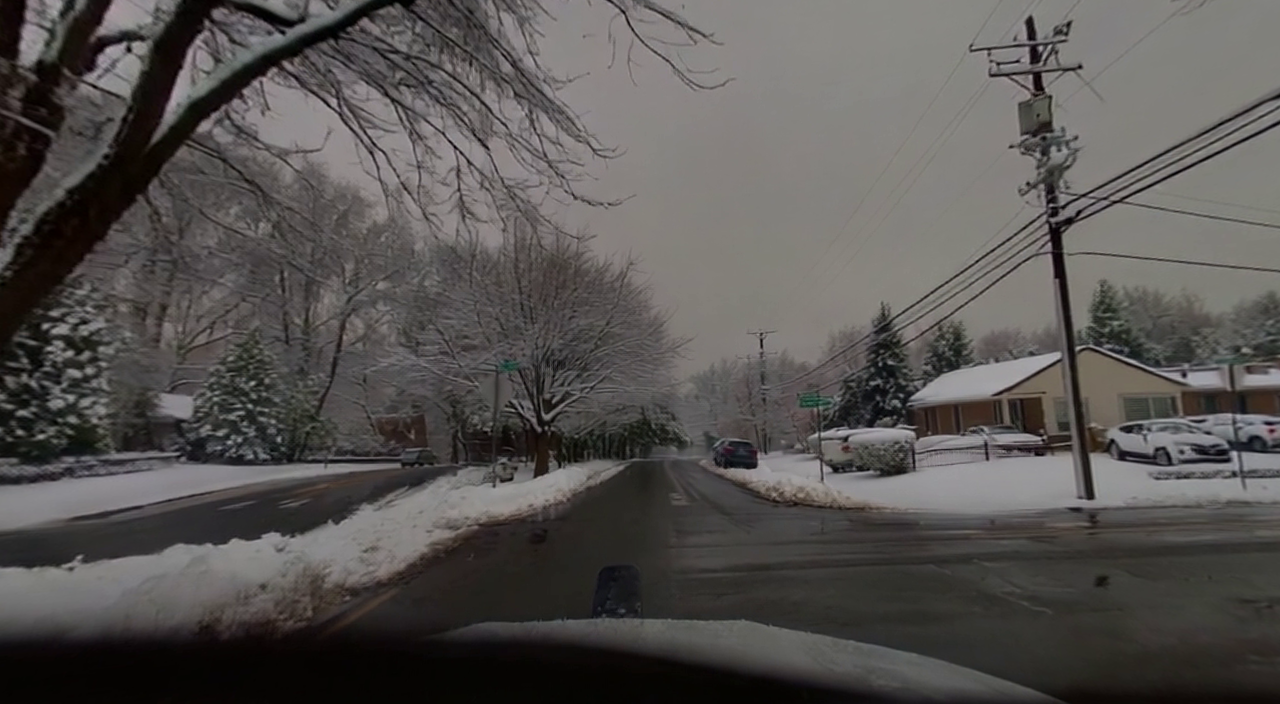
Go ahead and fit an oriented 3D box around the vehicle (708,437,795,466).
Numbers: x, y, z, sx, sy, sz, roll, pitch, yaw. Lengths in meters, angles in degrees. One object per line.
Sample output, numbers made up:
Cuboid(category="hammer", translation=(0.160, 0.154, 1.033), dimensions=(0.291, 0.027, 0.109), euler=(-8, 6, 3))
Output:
Cuboid(category="vehicle", translation=(6.683, 6.005, 38.286), dimensions=(4.784, 1.647, 1.947), euler=(1, -8, -6))
